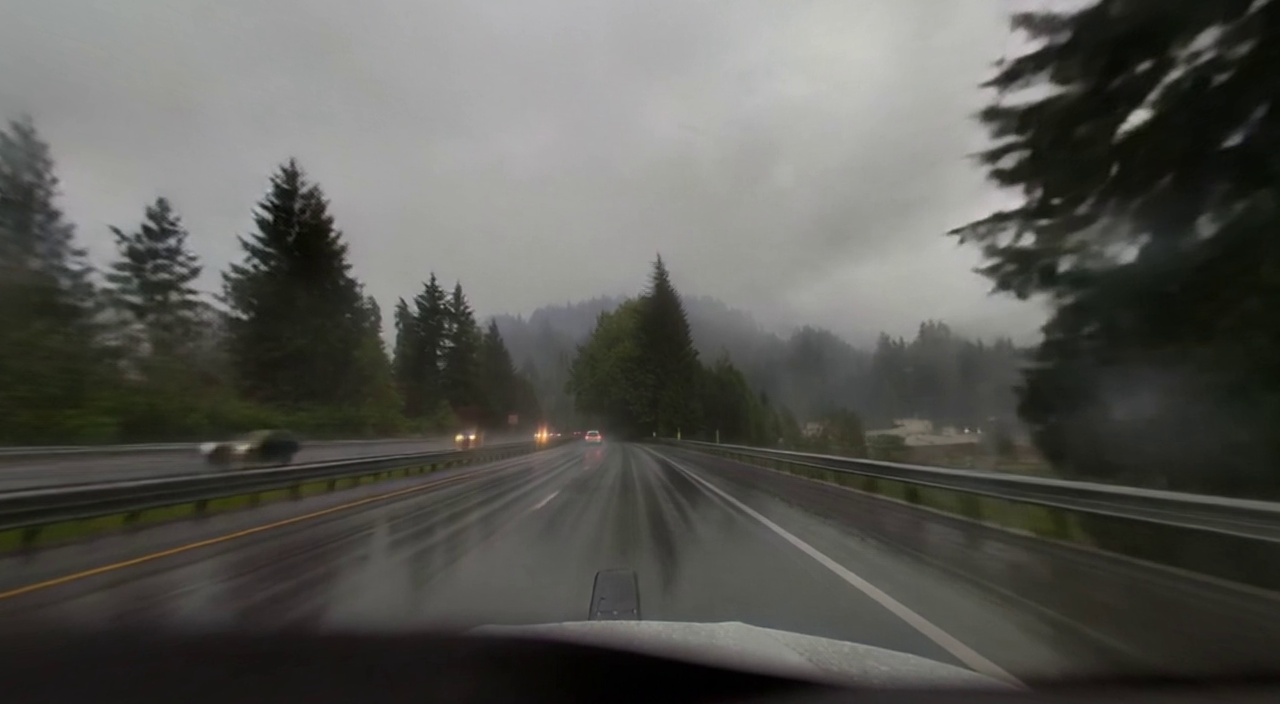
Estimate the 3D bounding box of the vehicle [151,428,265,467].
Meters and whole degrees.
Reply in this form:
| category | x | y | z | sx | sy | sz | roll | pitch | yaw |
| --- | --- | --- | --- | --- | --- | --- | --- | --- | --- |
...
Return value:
| category | x | y | z | sx | sy | sz | roll | pitch | yaw |
| --- | --- | --- | --- | --- | --- | --- | --- | --- | --- |
| vehicle | -17.566 | 3.883 | 25.859 | 1.803 | 1.450 | 4.066 | 0 | -8 | -1 |
